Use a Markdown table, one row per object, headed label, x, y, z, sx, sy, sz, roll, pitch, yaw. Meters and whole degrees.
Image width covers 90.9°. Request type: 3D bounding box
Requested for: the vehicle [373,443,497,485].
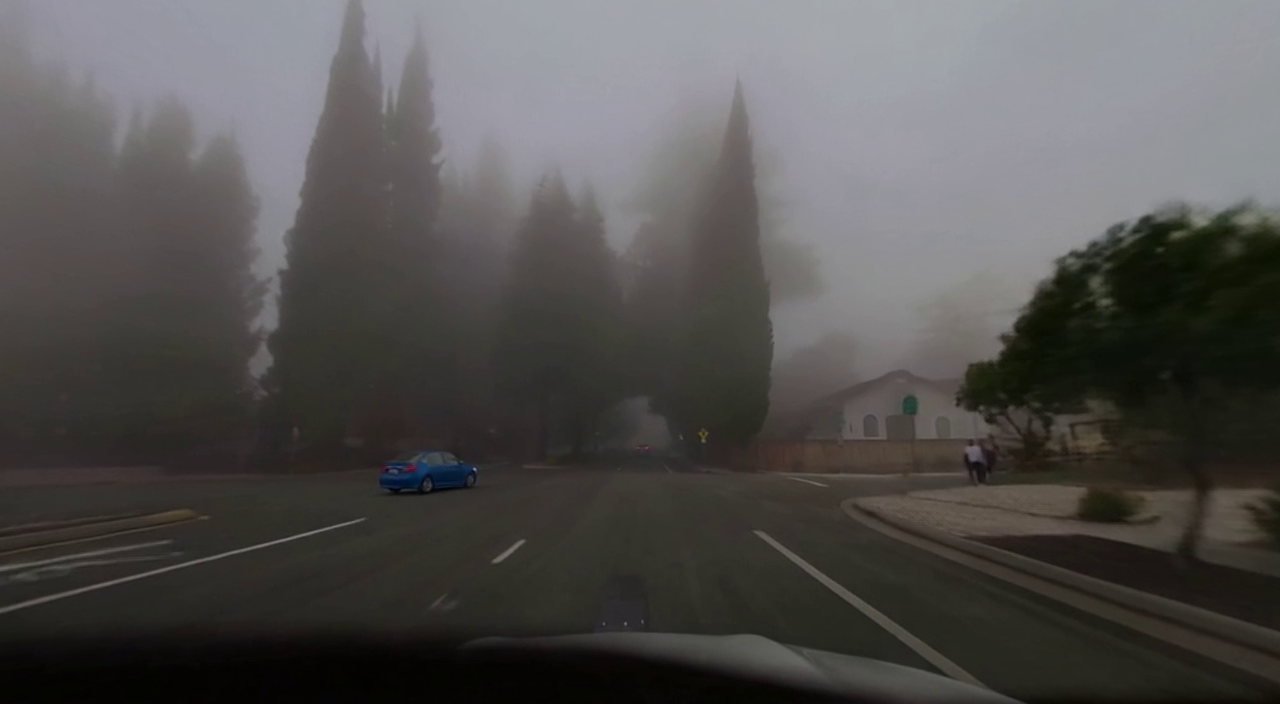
| label | x | y | z | sx | sy | sz | roll | pitch | yaw |
| --- | --- | --- | --- | --- | --- | --- | --- | --- | --- |
| vehicle | -9.128 | 4.979 | 28.334 | 2.170 | 1.666 | 4.788 | -8 | -12 | 43 |
